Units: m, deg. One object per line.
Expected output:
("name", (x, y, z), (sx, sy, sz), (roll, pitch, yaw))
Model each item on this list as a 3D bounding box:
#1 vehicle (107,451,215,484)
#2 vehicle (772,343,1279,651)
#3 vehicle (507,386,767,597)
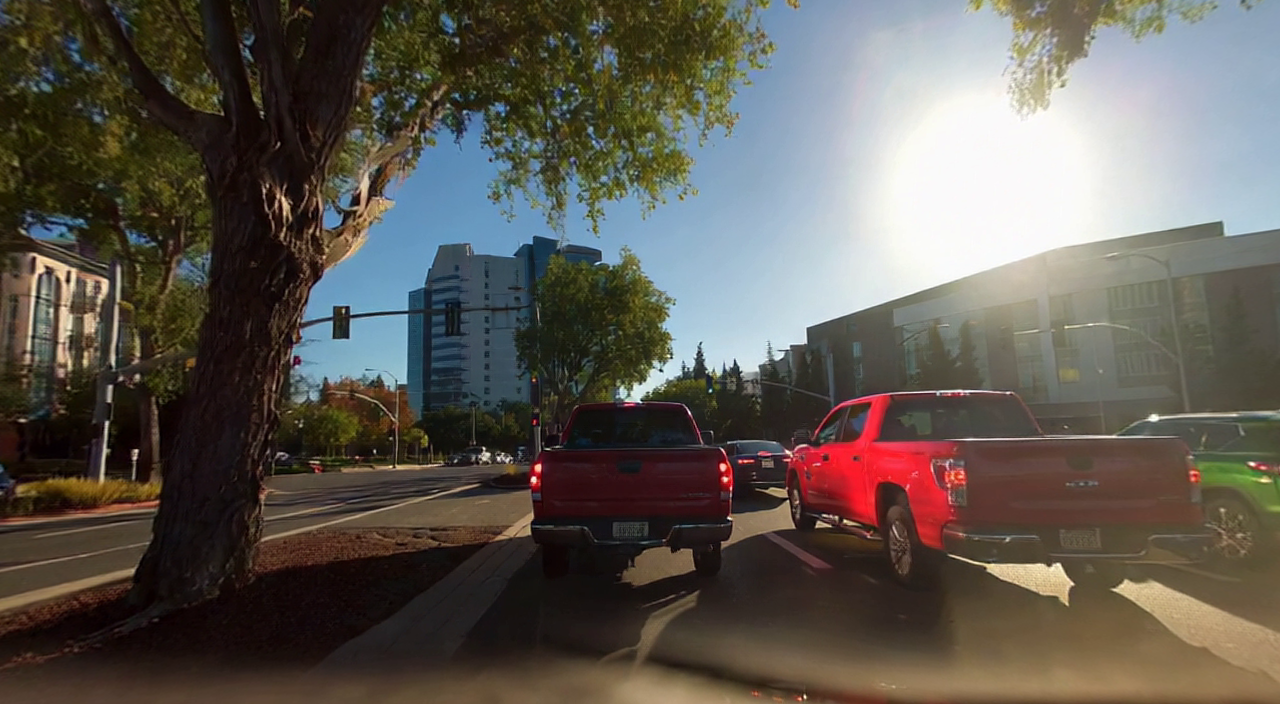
("vehicle", (-26.382, 6.332, 35.024), (4.437, 1.669, 1.936), (5, -10, -30))
("vehicle", (3.313, 1.330, 6.929), (2.412, 1.953, 5.682), (0, -9, -1))
("vehicle", (-0.069, 1.579, 8.055), (2.240, 1.821, 5.001), (0, -9, -1))
